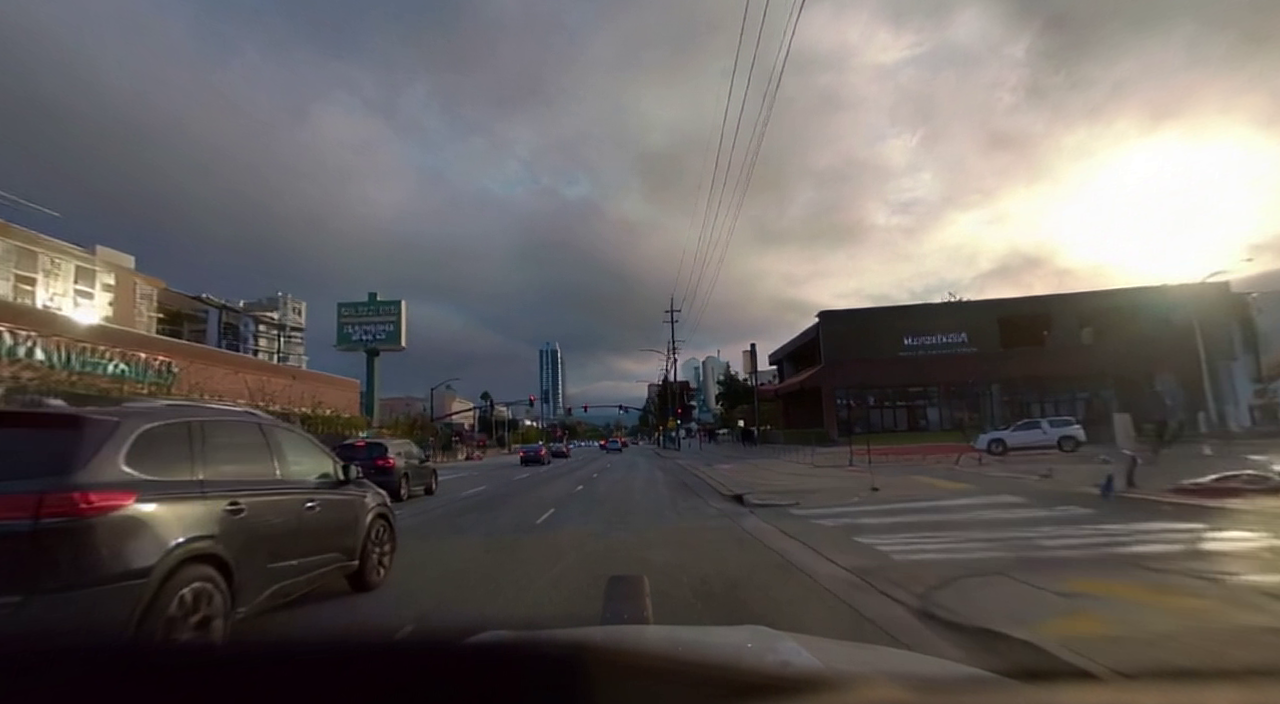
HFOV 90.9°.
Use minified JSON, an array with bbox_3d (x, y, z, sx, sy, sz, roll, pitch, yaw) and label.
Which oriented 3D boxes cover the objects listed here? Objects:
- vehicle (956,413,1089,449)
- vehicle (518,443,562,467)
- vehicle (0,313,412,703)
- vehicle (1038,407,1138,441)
[{"bbox_3d":[16.877,3.536,27.996,4.573,1.532,1.983,0,-8,0],"label":"vehicle"},{"bbox_3d":[-6.408,6.641,40.845,2.030,1.488,4.650,0,-9,1],"label":"vehicle"},{"bbox_3d":[-3.469,0.986,3.922,2.277,1.743,4.893,0,-9,0],"label":"vehicle"},{"bbox_3d":[24.518,4.013,34.763,1.903,1.700,4.934,0,-8,1],"label":"vehicle"}]
